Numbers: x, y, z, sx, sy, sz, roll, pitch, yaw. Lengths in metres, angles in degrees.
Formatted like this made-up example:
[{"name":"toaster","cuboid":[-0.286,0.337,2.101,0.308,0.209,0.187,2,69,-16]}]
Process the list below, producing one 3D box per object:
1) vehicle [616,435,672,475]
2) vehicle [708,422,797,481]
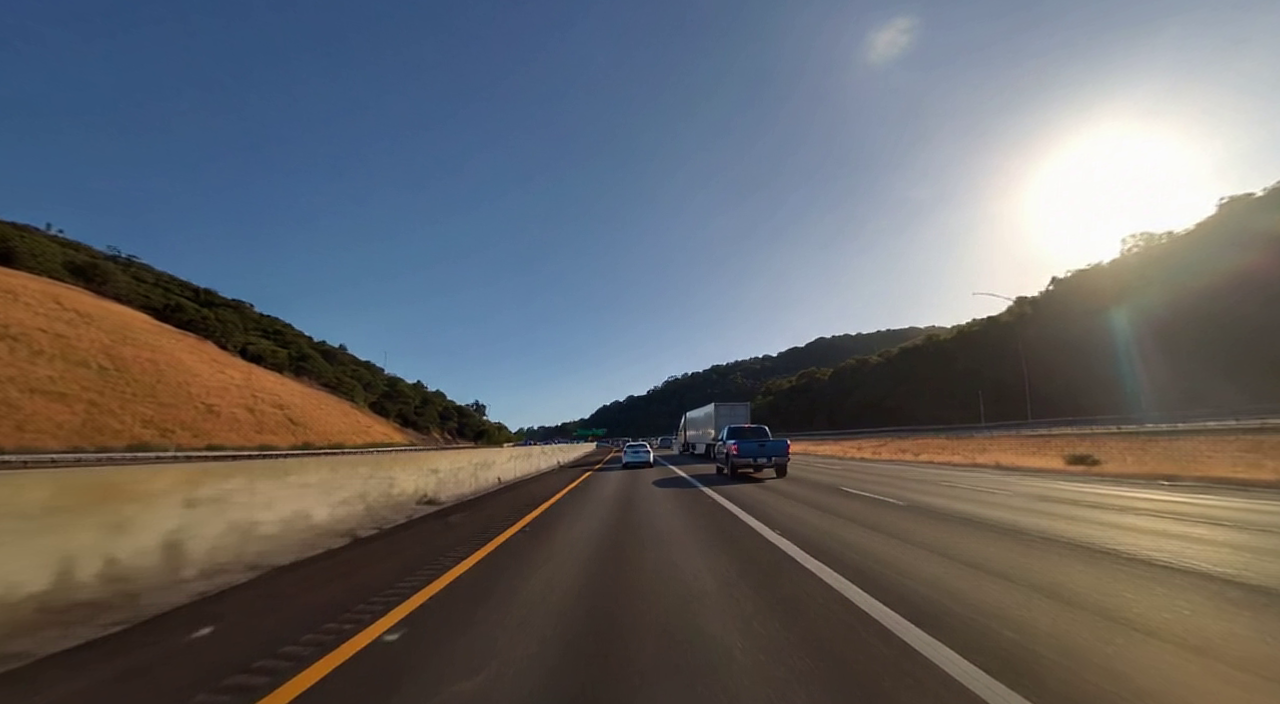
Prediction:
[{"name":"vehicle","cuboid":[0.136,4.134,25.607,2.083,1.477,3.965,0,-9,0]},{"name":"vehicle","cuboid":[3.718,3.426,21.828,2.098,1.794,4.561,0,-9,-2]}]
